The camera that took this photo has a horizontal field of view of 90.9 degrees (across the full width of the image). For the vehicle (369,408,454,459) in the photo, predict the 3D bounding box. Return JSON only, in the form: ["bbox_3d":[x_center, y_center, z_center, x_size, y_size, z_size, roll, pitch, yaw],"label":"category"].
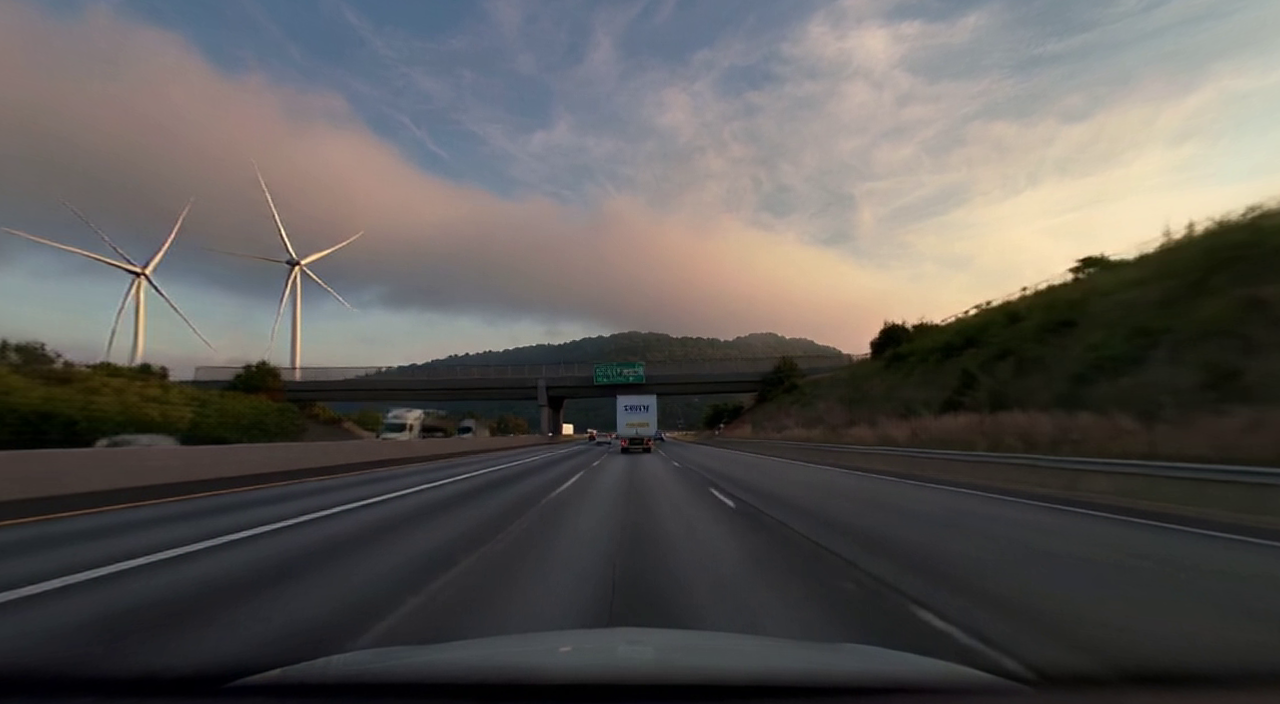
[{"bbox_3d":[-16.859,6.168,47.510,2.928,3.408,9.523,0,-8,-1],"label":"vehicle"}]

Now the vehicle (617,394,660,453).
[{"bbox_3d":[-0.251,5.702,49.040,2.906,3.990,12.551,0,-8,-1],"label":"vehicle"}]
